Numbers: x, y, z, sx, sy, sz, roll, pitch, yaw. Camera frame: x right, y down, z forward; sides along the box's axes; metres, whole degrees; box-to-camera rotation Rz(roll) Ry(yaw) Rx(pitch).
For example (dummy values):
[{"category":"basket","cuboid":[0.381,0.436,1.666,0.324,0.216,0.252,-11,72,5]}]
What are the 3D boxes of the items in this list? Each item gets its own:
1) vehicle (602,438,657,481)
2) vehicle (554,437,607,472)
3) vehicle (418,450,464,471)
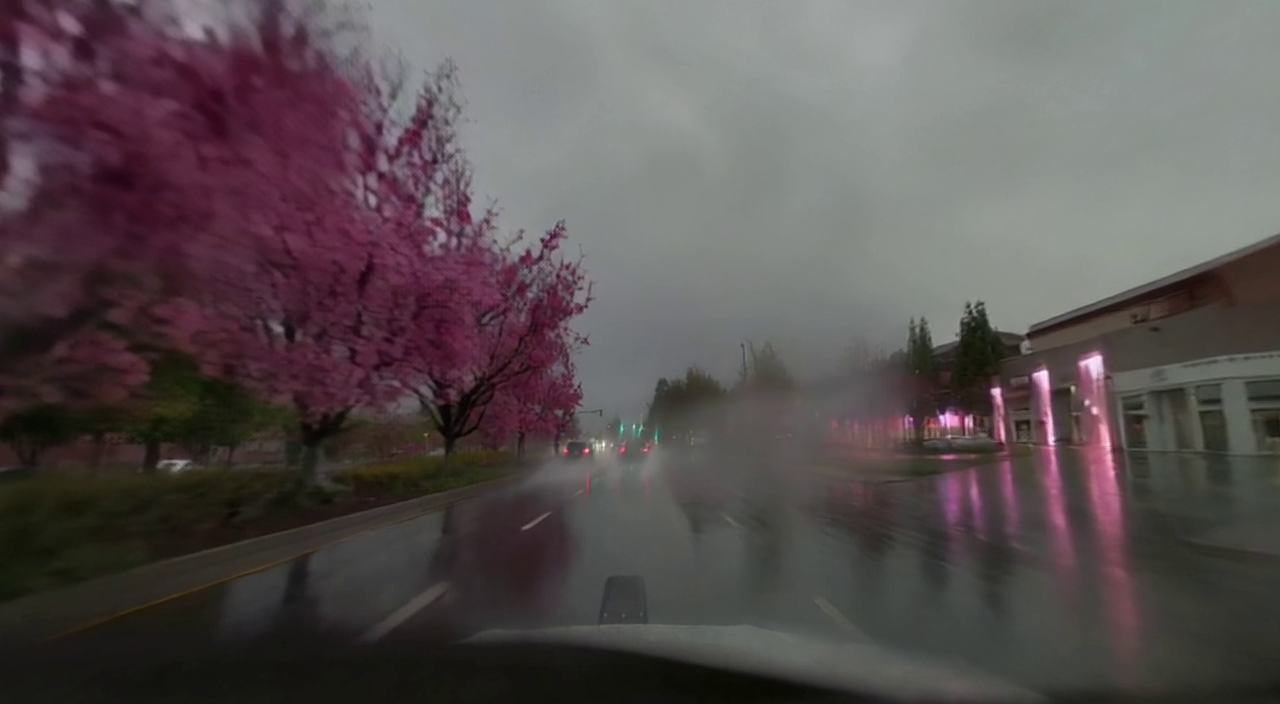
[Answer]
[{"category":"vehicle","cuboid":[-0.361,4.621,27.316,2.149,1.701,4.379,0,-8,3]},{"category":"vehicle","cuboid":[-3.327,5.892,36.246,2.453,1.844,4.751,0,-8,1]},{"category":"vehicle","cuboid":[-14.440,7.895,45.852,1.838,1.458,4.336,0,-8,1]}]
